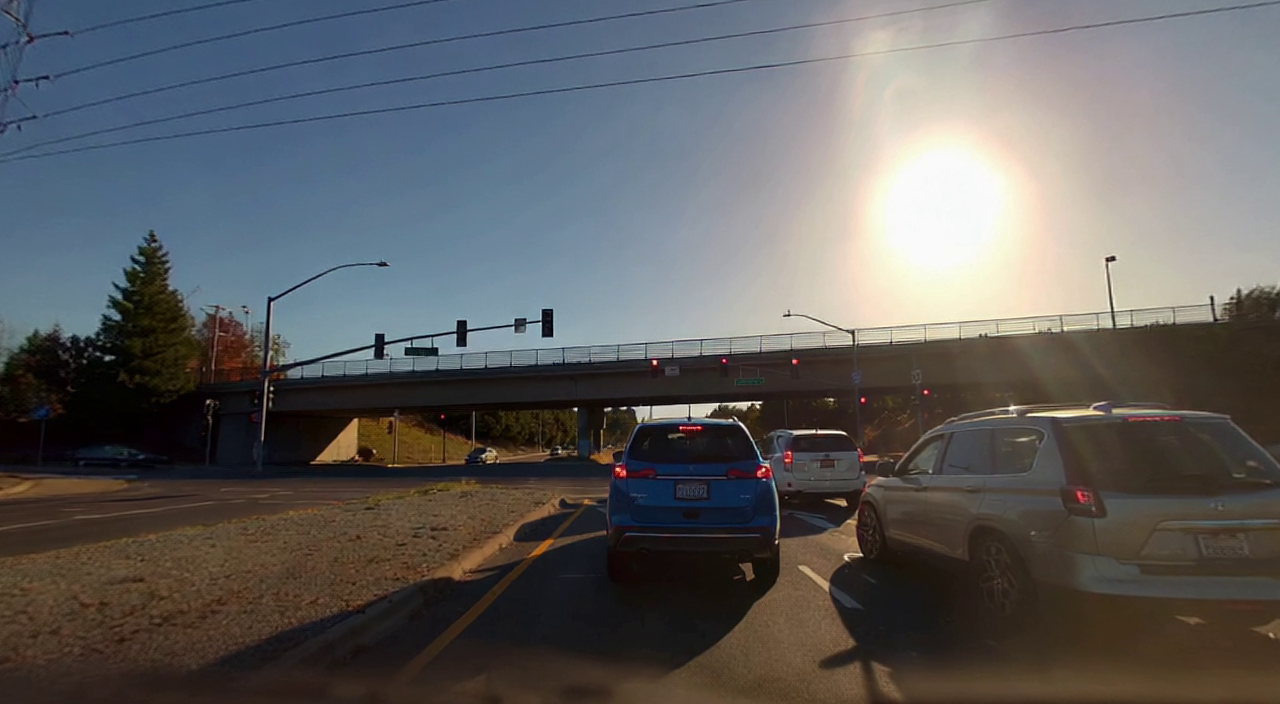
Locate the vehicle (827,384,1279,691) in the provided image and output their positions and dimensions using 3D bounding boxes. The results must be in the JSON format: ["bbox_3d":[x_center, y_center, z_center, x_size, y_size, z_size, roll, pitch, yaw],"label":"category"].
[{"bbox_3d":[3.406,1.339,5.784,1.990,1.649,4.625,0,-8,0],"label":"vehicle"}]

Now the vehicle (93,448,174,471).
[{"bbox_3d":[-33.690,7.153,42.033,4.647,1.453,1.881,-3,-9,18],"label":"vehicle"}]

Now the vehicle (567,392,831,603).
[{"bbox_3d":[0.451,1.555,7.618,2.240,1.778,4.335,0,-8,-1],"label":"vehicle"}]
